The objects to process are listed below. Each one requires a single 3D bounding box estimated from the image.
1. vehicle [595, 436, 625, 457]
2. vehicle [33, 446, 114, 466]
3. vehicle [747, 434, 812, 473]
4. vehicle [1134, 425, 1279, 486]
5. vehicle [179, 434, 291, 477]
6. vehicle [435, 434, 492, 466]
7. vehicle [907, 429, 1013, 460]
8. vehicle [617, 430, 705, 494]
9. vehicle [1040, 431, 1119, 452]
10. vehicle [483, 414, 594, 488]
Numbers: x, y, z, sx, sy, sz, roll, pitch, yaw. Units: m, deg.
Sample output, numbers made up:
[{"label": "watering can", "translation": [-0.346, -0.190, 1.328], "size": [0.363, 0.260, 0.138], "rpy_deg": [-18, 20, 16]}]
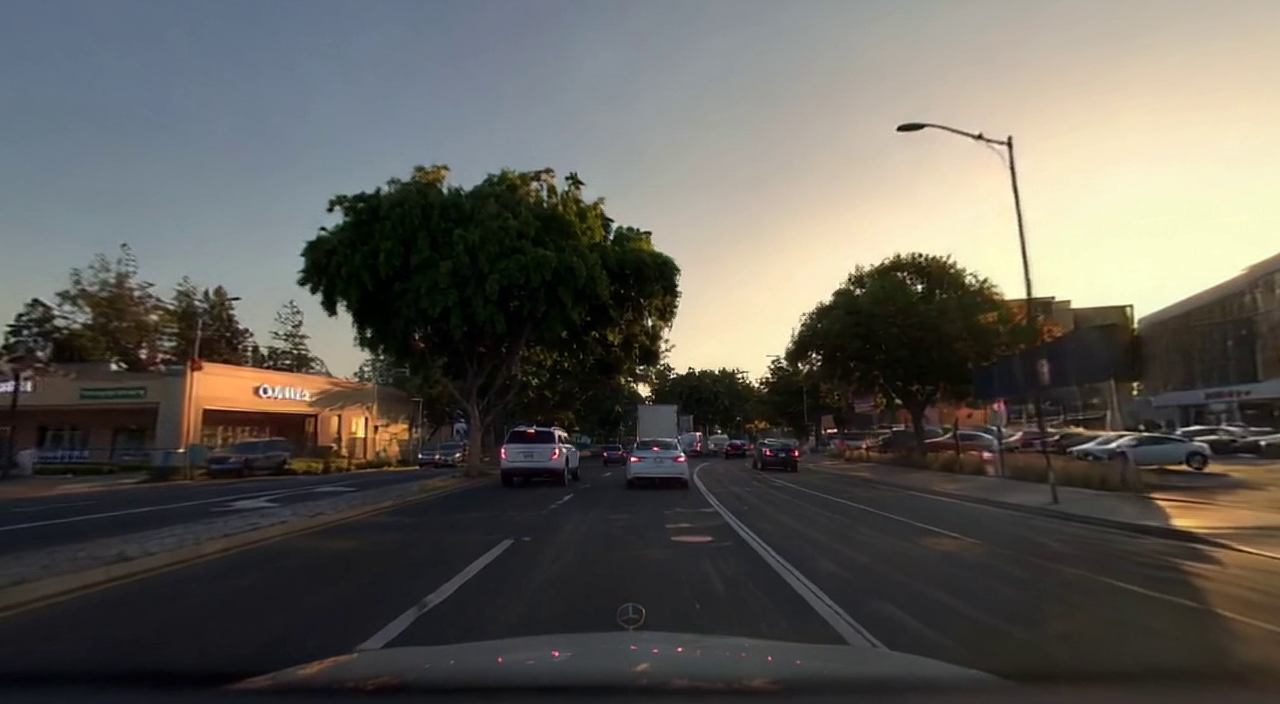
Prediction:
[{"label": "vehicle", "translation": [-2.173, 7.009, 46.744], "size": [1.902, 1.522, 3.523], "rpy_deg": [-1, -8, 3]}, {"label": "vehicle", "translation": [-42.909, 7.856, 47.782], "size": [4.307, 1.468, 1.814], "rpy_deg": [0, -8, 0]}, {"label": "vehicle", "translation": [5.790, 4.258, 26.598], "size": [1.900, 1.507, 4.151], "rpy_deg": [0, -8, 2]}, {"label": "vehicle", "translation": [15.501, 2.556, 15.740], "size": [4.756, 1.422, 1.831], "rpy_deg": [0, -8, 0]}, {"label": "vehicle", "translation": [-18.703, 4.797, 29.418], "size": [2.141, 1.820, 4.690], "rpy_deg": [0, -8, -1]}, {"label": "vehicle", "translation": [-8.943, 5.010, 32.247], "size": [1.795, 1.508, 4.057], "rpy_deg": [0, -8, -1]}, {"label": "vehicle", "translation": [16.285, 4.722, 32.240], "size": [4.323, 1.496, 1.937], "rpy_deg": [0, -8, 0]}, {"label": "vehicle", "translation": [0.518, 2.893, 16.906], "size": [2.061, 1.494, 4.079], "rpy_deg": [0, -8, 0]}, {"label": "vehicle", "translation": [31.651, 6.503, 45.591], "size": [1.903, 1.447, 4.820], "rpy_deg": [1, -8, -6]}, {"label": "vehicle", "translation": [-2.843, 2.967, 19.105], "size": [2.289, 1.935, 5.227], "rpy_deg": [0, -8, 2]}]
